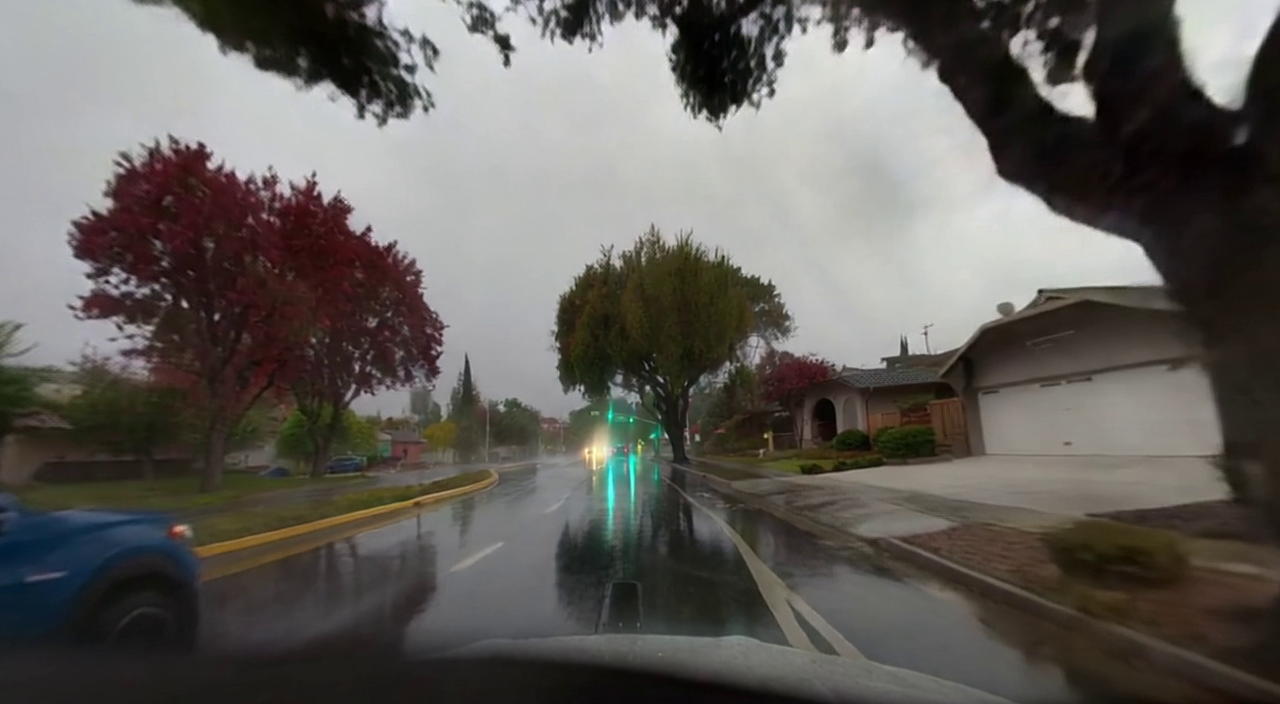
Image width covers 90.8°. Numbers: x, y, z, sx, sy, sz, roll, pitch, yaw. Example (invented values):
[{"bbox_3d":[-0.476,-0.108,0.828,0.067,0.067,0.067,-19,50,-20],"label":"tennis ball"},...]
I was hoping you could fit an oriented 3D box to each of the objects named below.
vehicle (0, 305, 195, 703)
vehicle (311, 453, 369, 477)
[{"bbox_3d":[-3.880,0.545,0.958,2.276,1.960,5.561,0,-8,1],"label":"vehicle"},{"bbox_3d":[-23.472,8.822,49.561,1.920,1.614,4.479,-7,-10,8],"label":"vehicle"}]
